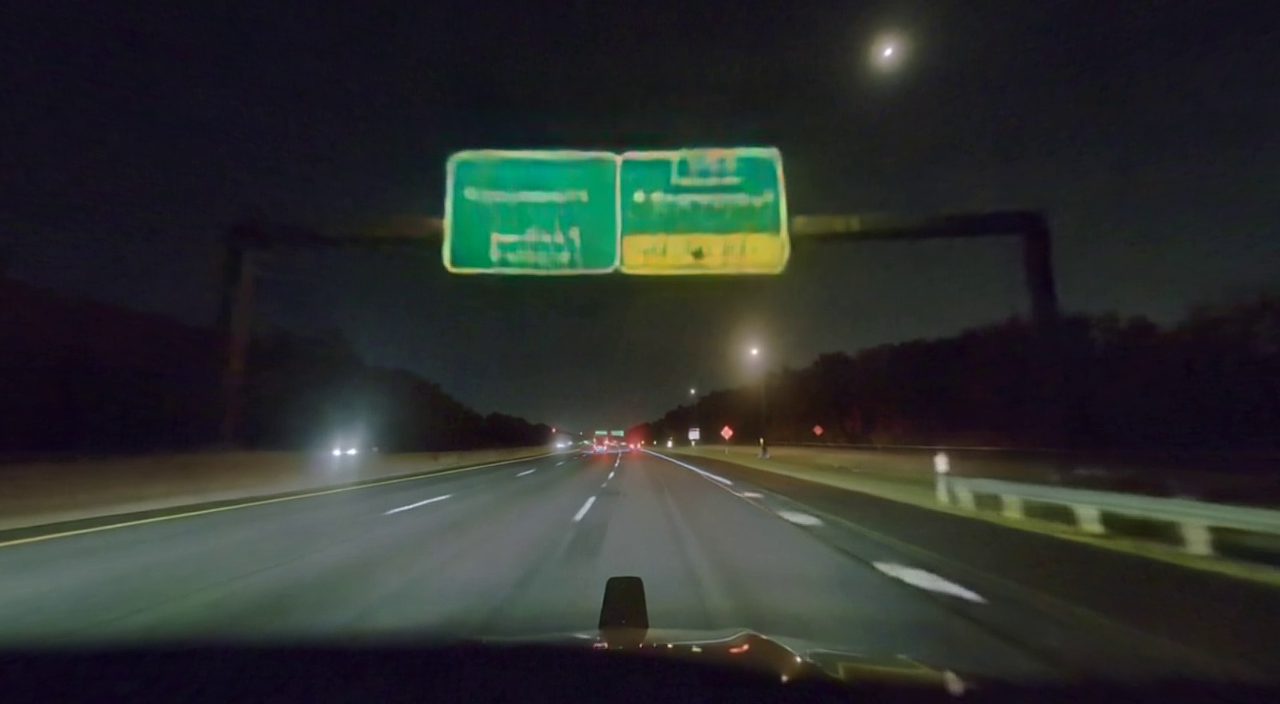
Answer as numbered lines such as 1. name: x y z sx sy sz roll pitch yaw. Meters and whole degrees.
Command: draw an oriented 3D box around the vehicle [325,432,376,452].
1. vehicle: -22.433 6.993 48.912 1.930 1.526 4.257 0 -8 0
